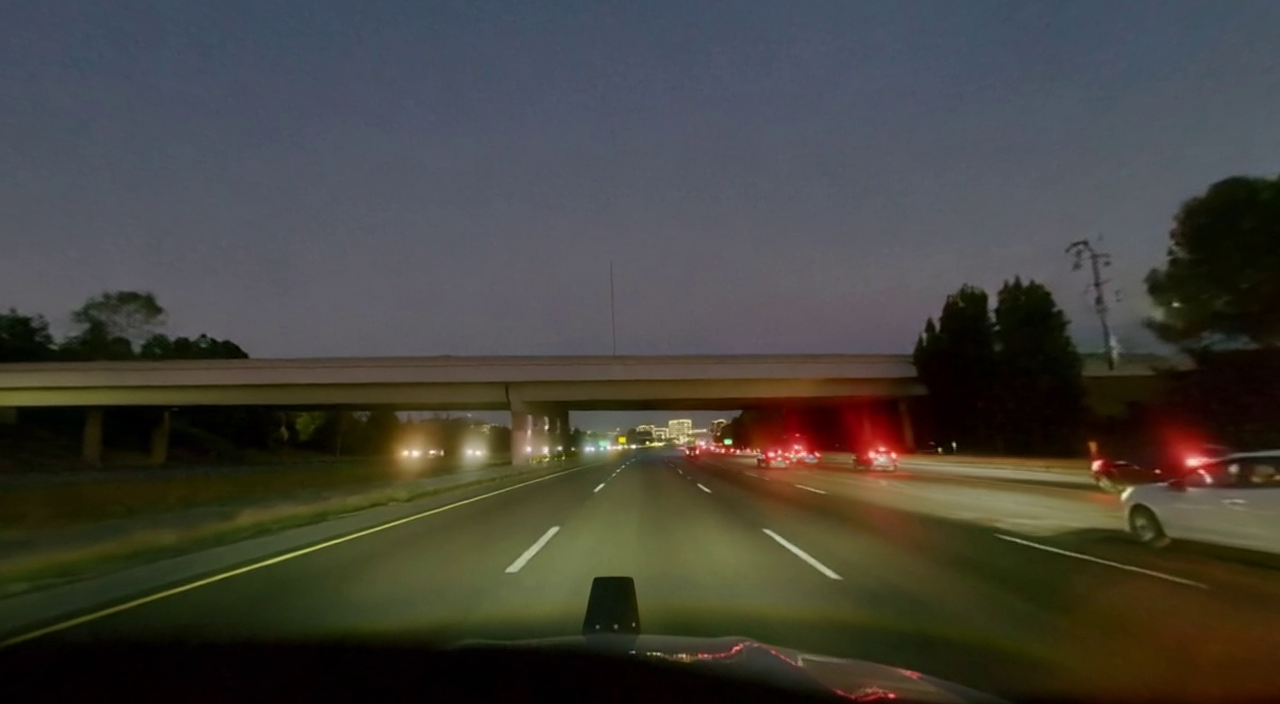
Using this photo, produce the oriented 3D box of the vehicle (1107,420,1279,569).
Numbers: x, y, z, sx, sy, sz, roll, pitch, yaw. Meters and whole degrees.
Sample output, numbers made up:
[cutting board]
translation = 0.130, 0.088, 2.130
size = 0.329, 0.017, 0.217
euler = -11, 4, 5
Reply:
[vehicle]
translation = 7.935, 1.606, 7.210
size = 1.862, 1.613, 4.316
euler = 0, -9, 0
